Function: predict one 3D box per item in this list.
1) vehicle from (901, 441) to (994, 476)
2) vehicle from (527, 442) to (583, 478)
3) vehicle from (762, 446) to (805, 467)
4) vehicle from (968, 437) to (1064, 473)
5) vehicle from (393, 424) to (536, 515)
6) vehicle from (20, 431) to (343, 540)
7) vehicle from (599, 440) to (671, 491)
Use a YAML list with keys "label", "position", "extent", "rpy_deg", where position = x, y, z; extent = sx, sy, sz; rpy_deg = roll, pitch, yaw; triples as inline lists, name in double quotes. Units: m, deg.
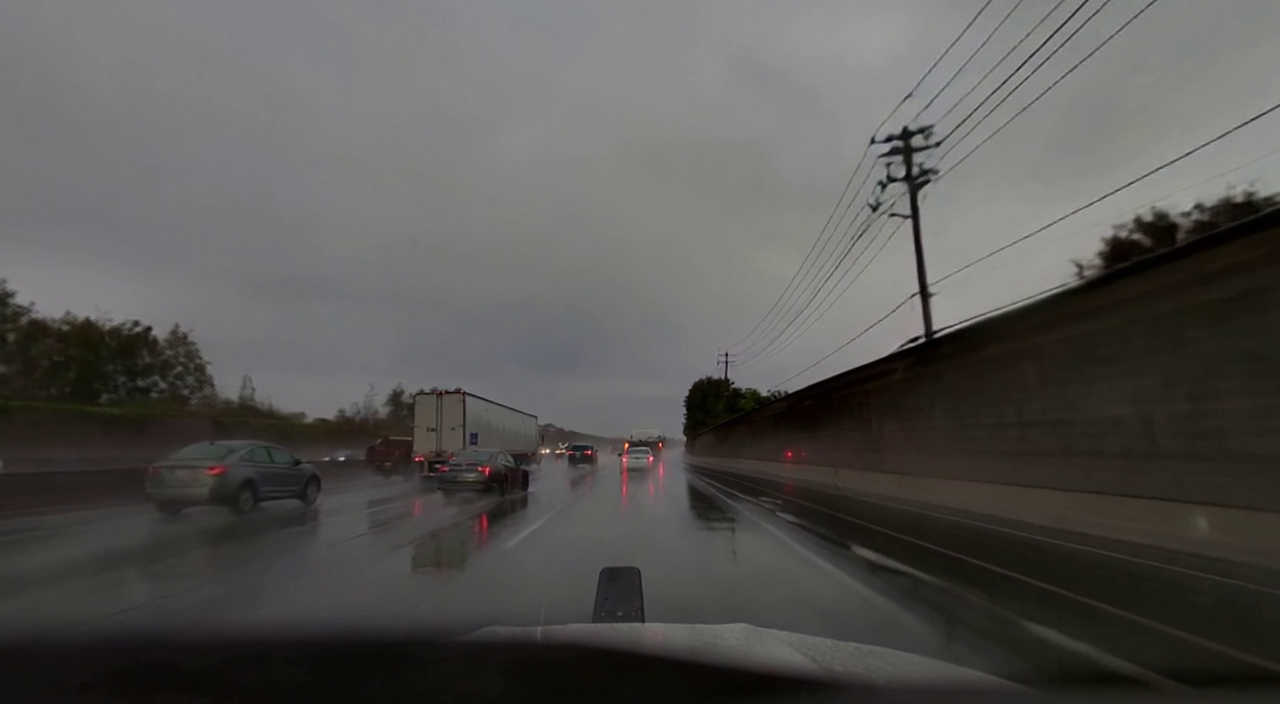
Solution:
- label: "vehicle"
  position: [14.255, 4.950, 29.623]
  extent: [1.949, 1.472, 4.795]
  rpy_deg: [0, -9, 0]
- label: "vehicle"
  position: [-3.746, 4.843, 28.649]
  extent: [1.870, 1.485, 4.304]
  rpy_deg: [0, -9, 1]
- label: "vehicle"
  position: [10.502, 7.688, 46.666]
  extent: [1.974, 1.495, 4.734]
  rpy_deg: [0, -9, -1]
- label: "vehicle"
  position: [17.841, 4.911, 30.239]
  extent: [1.936, 1.591, 4.362]
  rpy_deg: [0, -9, 1]
- label: "vehicle"
  position: [-3.734, 2.582, 14.328]
  extent: [1.923, 1.716, 4.289]
  rpy_deg: [0, -9, 1]
- label: "vehicle"
  position: [-7.616, 2.244, 11.361]
  extent: [2.165, 1.511, 4.810]
  rpy_deg: [0, -9, 1]
- label: "vehicle"
  position: [-0.164, 3.621, 20.461]
  extent: [2.089, 1.477, 3.818]
  rpy_deg: [0, -9, 0]
